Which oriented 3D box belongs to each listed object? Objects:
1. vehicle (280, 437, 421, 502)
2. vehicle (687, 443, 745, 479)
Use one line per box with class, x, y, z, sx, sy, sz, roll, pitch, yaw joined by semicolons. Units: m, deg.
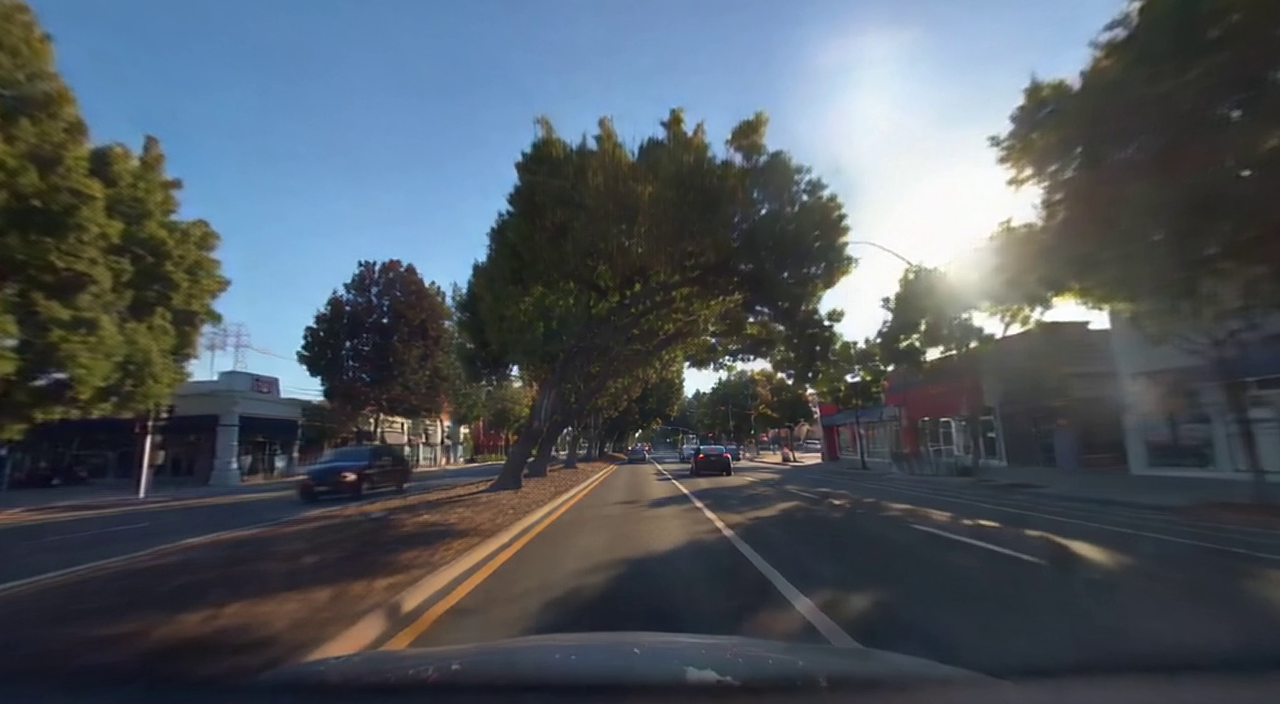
vehicle;-8.623;3.535;19.412;2.157;1.720;4.563;0;-9;0
vehicle;3.336;4.921;28.691;1.983;1.482;4.463;0;-9;-1
